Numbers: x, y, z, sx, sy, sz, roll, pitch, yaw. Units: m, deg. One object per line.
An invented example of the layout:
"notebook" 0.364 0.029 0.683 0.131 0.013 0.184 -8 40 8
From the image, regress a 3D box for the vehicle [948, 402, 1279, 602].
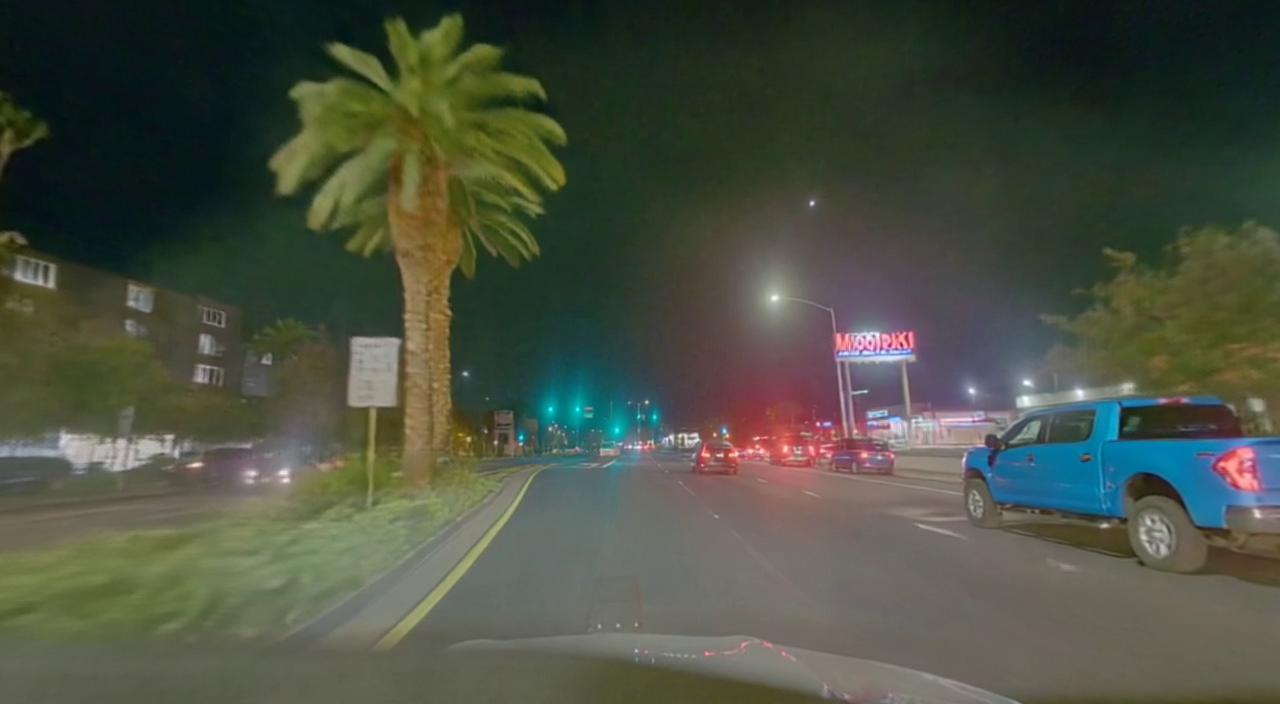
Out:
"vehicle" 6.238 1.610 7.775 2.140 1.606 5.437 0 -9 0

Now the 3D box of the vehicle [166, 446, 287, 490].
"vehicle" -19.005 5.299 29.428 2.066 1.825 5.291 0 -9 0

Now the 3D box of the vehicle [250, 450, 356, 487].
"vehicle" -15.458 5.334 29.366 2.174 1.509 4.958 0 -9 0

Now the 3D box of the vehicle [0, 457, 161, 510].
"vehicle" -19.318 4.396 21.626 1.871 1.519 5.002 0 -9 1

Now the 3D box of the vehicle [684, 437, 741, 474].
"vehicle" 3.176 4.631 28.428 1.889 1.541 4.303 0 -9 -2

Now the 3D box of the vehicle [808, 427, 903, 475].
"vehicle" 10.332 4.820 30.944 2.417 2.061 5.980 0 -9 -1
